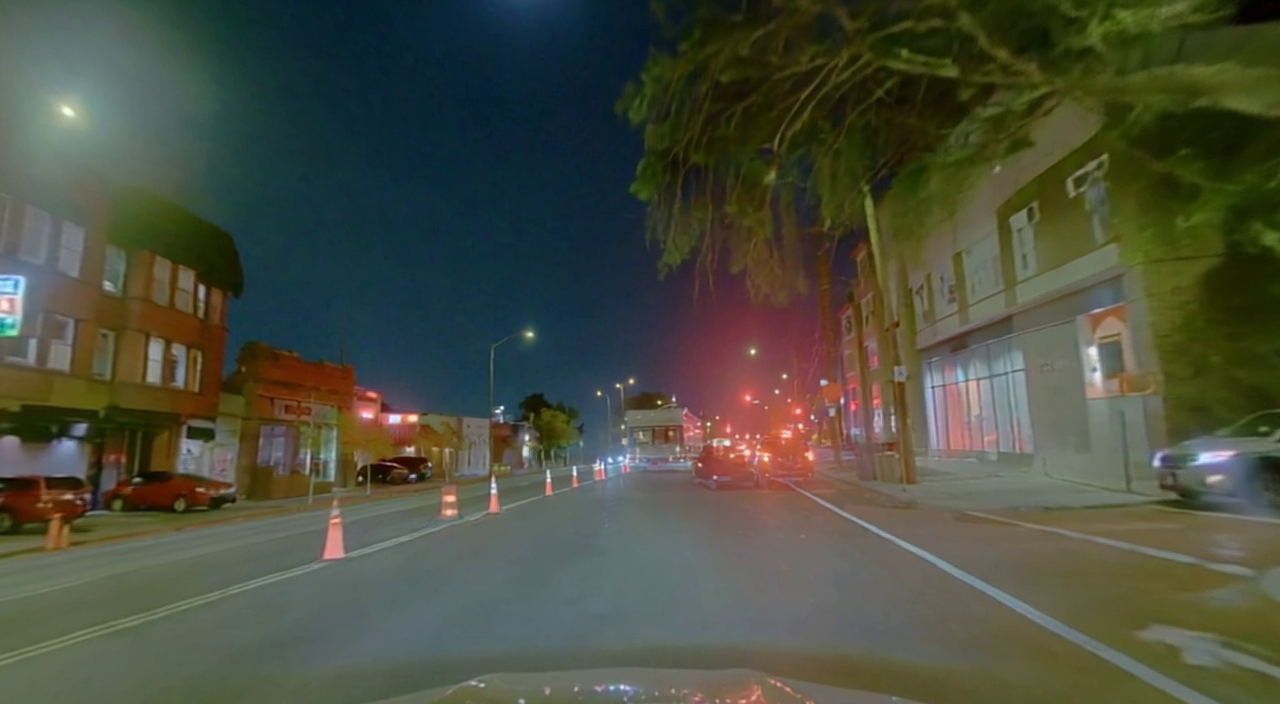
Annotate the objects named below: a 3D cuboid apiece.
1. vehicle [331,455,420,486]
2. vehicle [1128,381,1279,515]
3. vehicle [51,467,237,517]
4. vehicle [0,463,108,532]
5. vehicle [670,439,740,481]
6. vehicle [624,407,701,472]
[{"bbox_3d":[-15.446,6.916,37.011,4.397,1.698,1.932,-1,-9,9],"label":"vehicle"},{"bbox_3d":[11.326,1.525,10.180,4.859,1.914,2.333,0,-8,2],"label":"vehicle"},{"bbox_3d":[-17.117,4.811,21.934,4.952,1.510,2.115,-1,-9,8],"label":"vehicle"},{"bbox_3d":[-18.162,4.136,18.065,4.298,1.752,1.954,-2,-9,7],"label":"vehicle"},{"bbox_3d":[2.463,4.215,24.998,2.159,1.506,4.086,0,-8,-2],"label":"vehicle"},{"bbox_3d":[1.717,5.400,38.615,2.977,3.271,12.748,-2,-8,10],"label":"vehicle"}]
